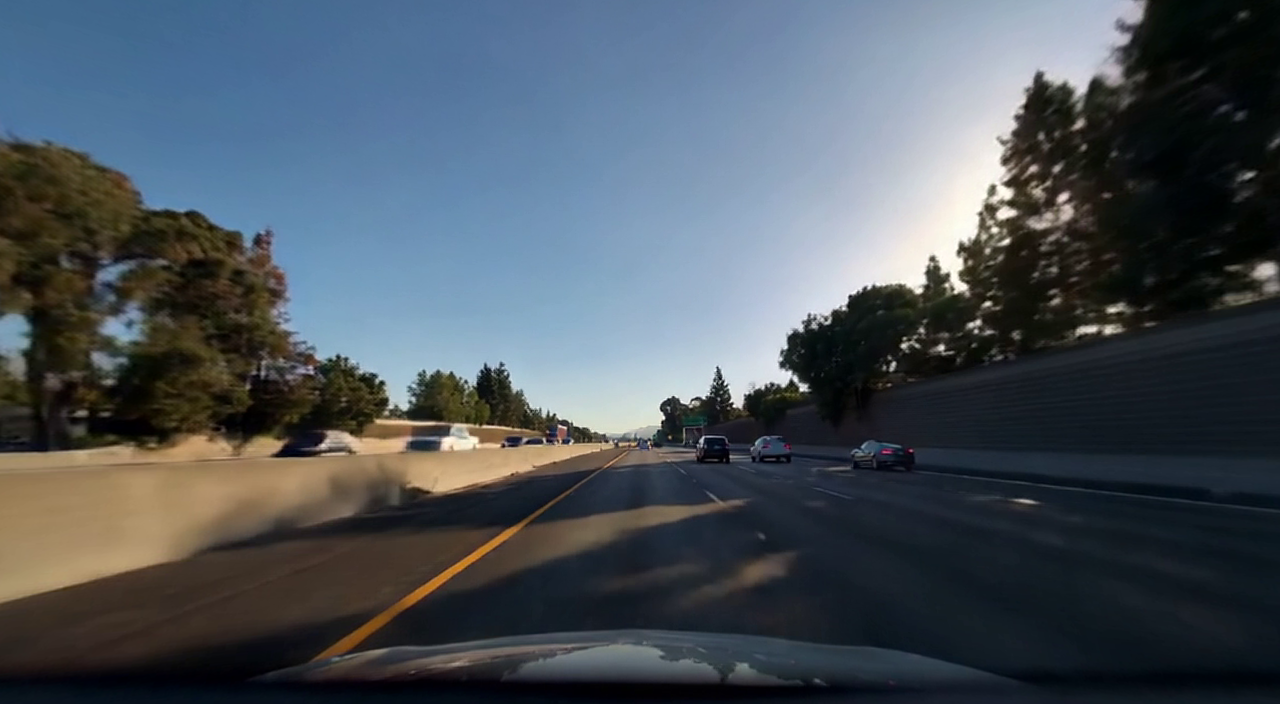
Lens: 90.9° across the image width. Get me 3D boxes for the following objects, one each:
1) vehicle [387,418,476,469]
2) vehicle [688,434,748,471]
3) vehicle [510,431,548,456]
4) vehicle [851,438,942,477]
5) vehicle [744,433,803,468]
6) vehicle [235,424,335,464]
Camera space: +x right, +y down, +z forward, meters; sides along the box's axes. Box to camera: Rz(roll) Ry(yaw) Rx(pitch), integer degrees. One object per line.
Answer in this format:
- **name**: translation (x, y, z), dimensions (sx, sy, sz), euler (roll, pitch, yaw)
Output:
- **vehicle**: translation (-6.920, 3.088, 21.300), dimensions (1.682, 1.546, 3.711), euler (0, -8, 1)
- **vehicle**: translation (3.671, 4.814, 30.478), dimensions (2.326, 1.644, 4.206), euler (0, -8, -1)
- **vehicle**: translation (-6.351, 5.308, 36.516), dimensions (1.511, 1.402, 3.426), euler (0, -8, 1)
- **vehicle**: translation (10.638, 4.391, 26.553), dimensions (1.970, 1.479, 4.480), euler (0, -8, 0)
- **vehicle**: translation (7.248, 5.392, 34.670), dimensions (2.178, 1.749, 4.570), euler (0, -8, -1)
- **vehicle**: translation (-13.923, 3.645, 24.995), dimensions (1.799, 1.457, 3.669), euler (0, -8, 1)
